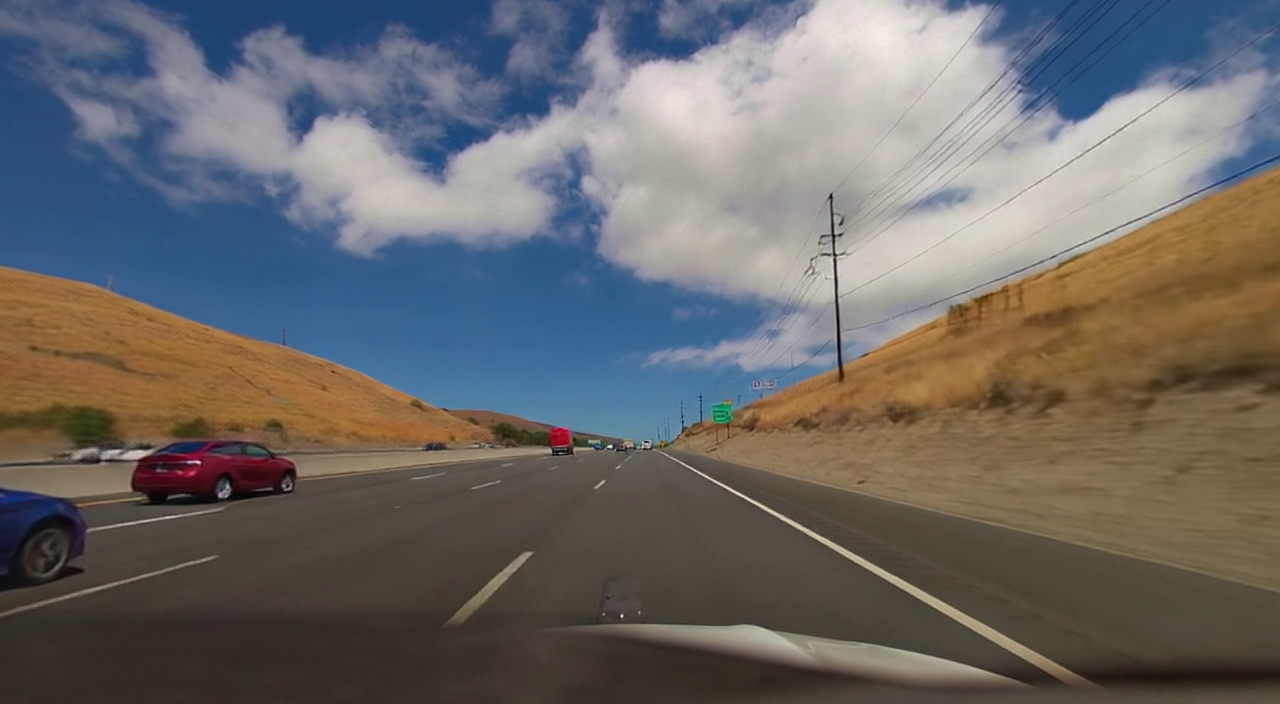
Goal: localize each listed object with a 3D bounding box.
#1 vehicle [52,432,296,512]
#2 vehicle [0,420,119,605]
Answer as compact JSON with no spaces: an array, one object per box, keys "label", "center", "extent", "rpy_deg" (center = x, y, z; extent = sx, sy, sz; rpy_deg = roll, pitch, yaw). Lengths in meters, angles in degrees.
[{"label":"vehicle","center":[-10.642,2.749,15.023],"extent":[1.971,1.558,4.847],"rpy_deg":[0,-8,2]},{"label":"vehicle","center":[-6.184,1.097,3.820],"extent":[1.955,1.469,4.554],"rpy_deg":[0,-8,4]}]
